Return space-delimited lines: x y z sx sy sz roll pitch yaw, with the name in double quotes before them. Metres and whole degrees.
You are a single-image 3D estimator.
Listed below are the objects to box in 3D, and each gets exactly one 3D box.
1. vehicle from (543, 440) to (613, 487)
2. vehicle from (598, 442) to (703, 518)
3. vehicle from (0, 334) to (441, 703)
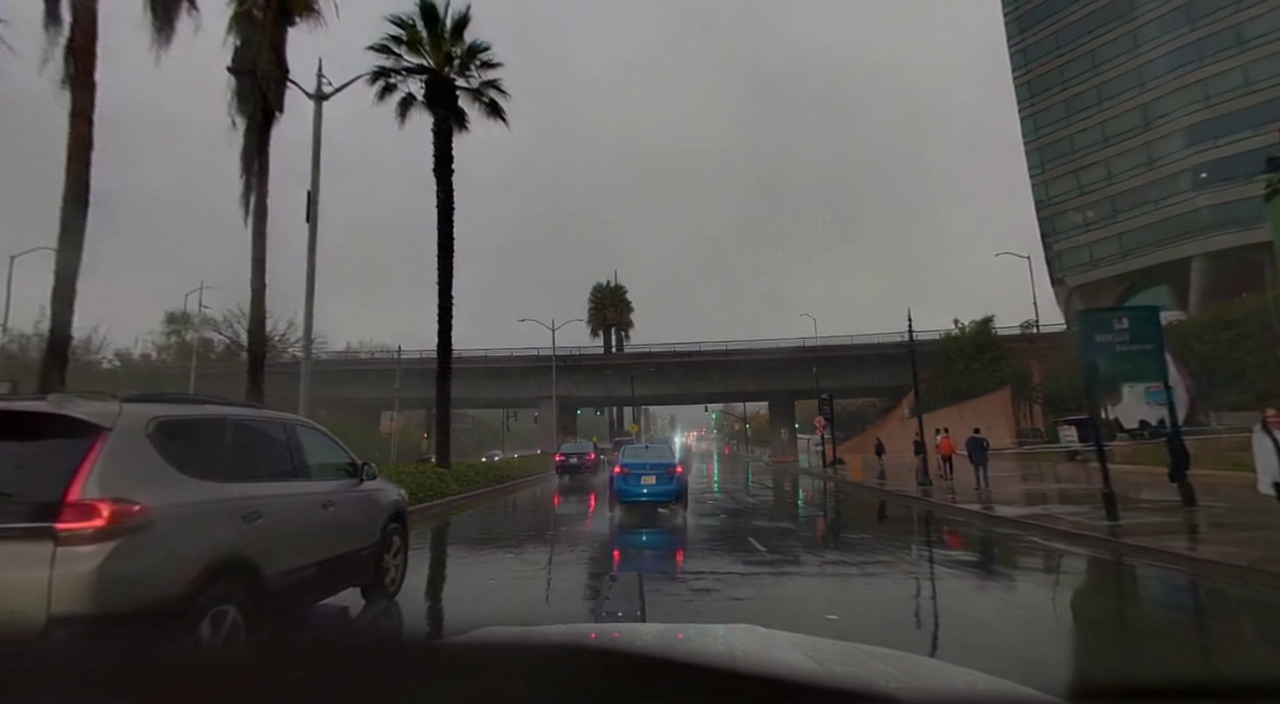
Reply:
"vehicle" -2.271 4.225 24.272 1.955 1.637 4.032 -1 -8 5
"vehicle" 0.243 2.801 14.376 2.036 1.461 4.129 0 -8 1
"vehicle" -3.117 1.120 4.177 2.014 1.740 4.359 0 -8 2
